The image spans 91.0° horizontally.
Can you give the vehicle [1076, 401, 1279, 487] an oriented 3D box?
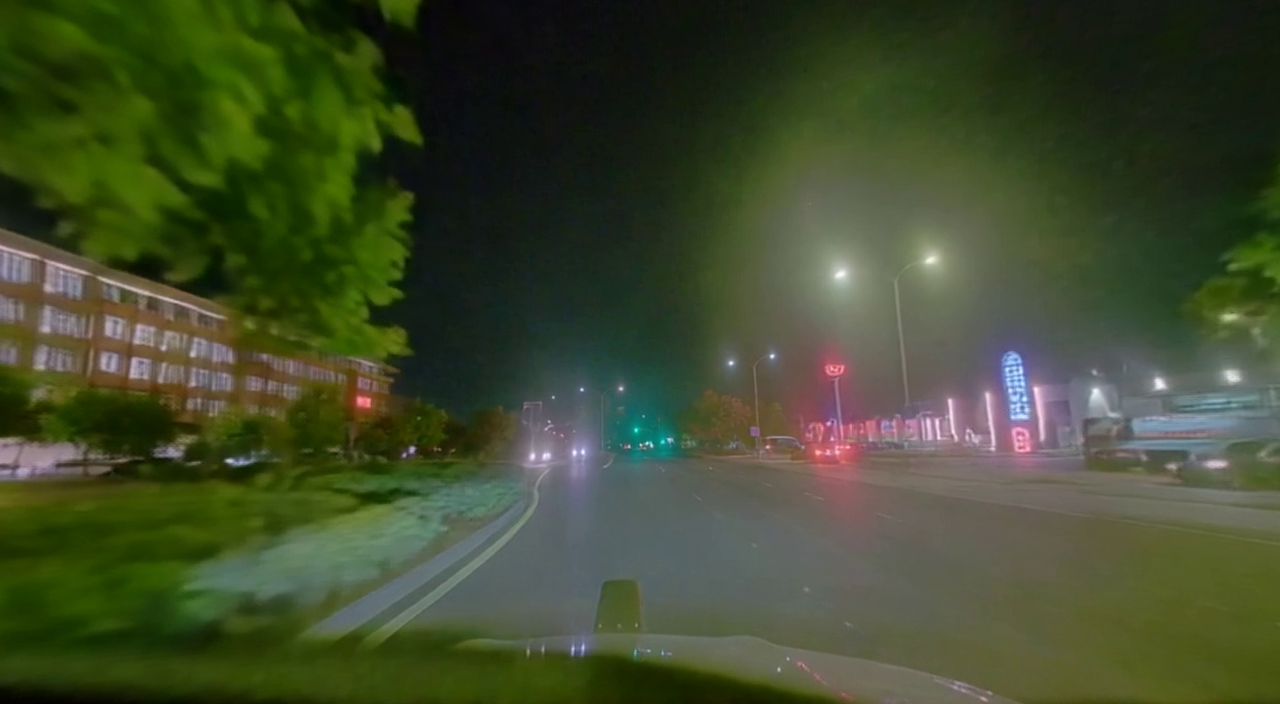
[{"bbox_3d":[22.076,3.578,24.736,7.634,3.061,2.777,-1,-8,0],"label":"vehicle"}]
